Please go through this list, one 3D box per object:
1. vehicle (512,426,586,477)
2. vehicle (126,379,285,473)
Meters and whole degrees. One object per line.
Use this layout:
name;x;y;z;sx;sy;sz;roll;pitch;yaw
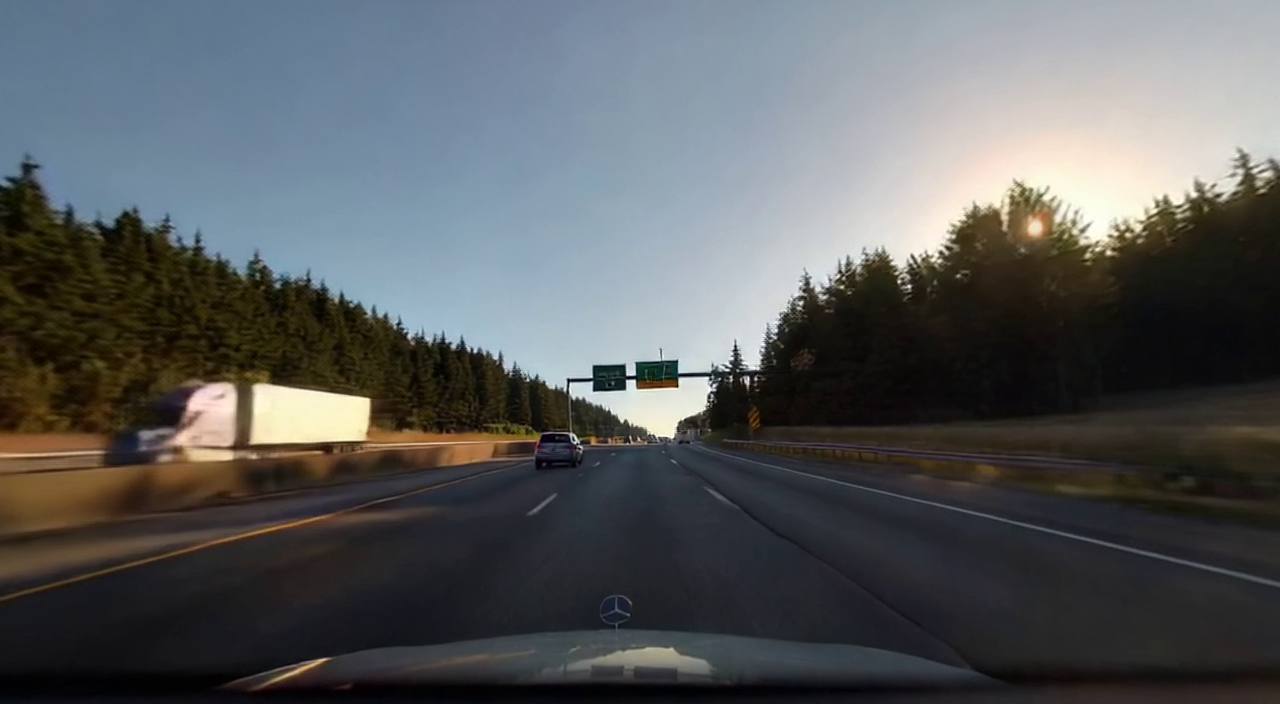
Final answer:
vehicle;-3.174;3.559;22.830;2.084;1.654;4.080;0;-8;0
vehicle;-20.728;3.643;30.679;3.131;4.064;6.177;0;-8;0
